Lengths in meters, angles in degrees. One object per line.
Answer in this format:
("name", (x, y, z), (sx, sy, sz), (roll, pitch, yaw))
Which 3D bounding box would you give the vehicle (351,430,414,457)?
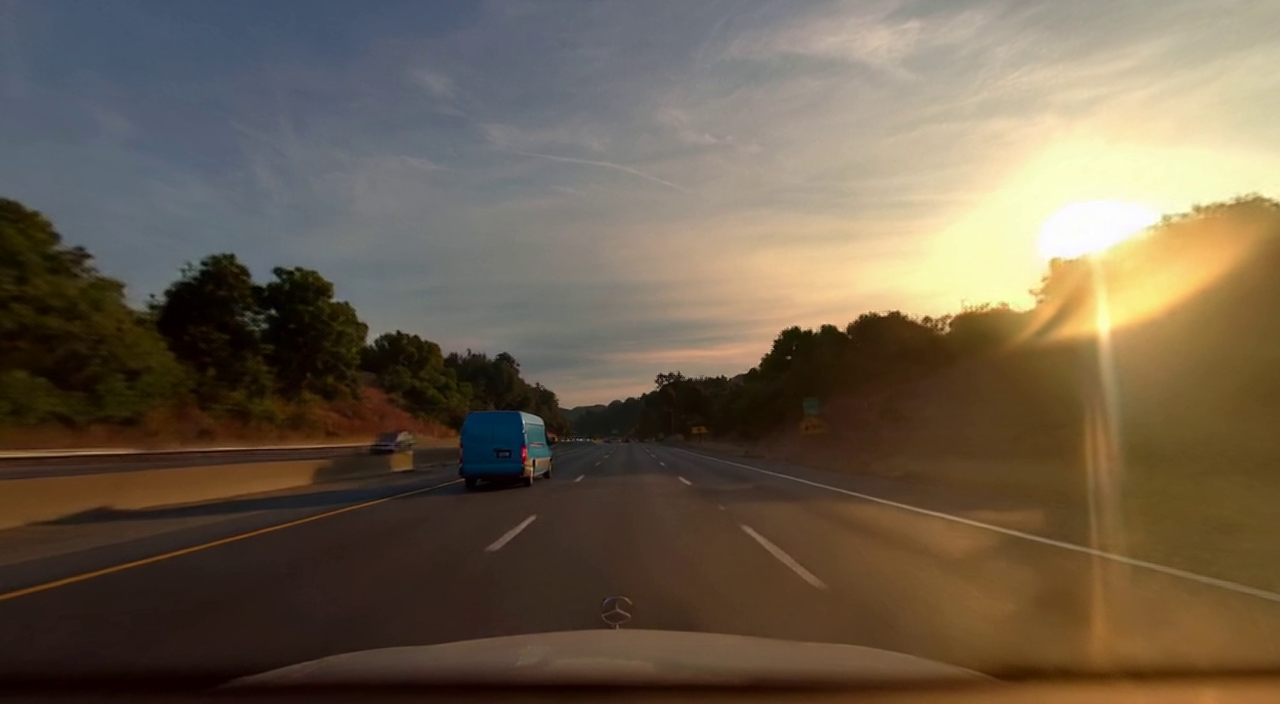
("vehicle", (-16.300, 5.826, 40.183), (2.196, 1.632, 4.565), (0, -8, -1))

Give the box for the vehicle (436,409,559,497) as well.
("vehicle", (-3.615, 2.668, 17.053), (2.297, 2.011, 4.736), (0, -8, -1))
